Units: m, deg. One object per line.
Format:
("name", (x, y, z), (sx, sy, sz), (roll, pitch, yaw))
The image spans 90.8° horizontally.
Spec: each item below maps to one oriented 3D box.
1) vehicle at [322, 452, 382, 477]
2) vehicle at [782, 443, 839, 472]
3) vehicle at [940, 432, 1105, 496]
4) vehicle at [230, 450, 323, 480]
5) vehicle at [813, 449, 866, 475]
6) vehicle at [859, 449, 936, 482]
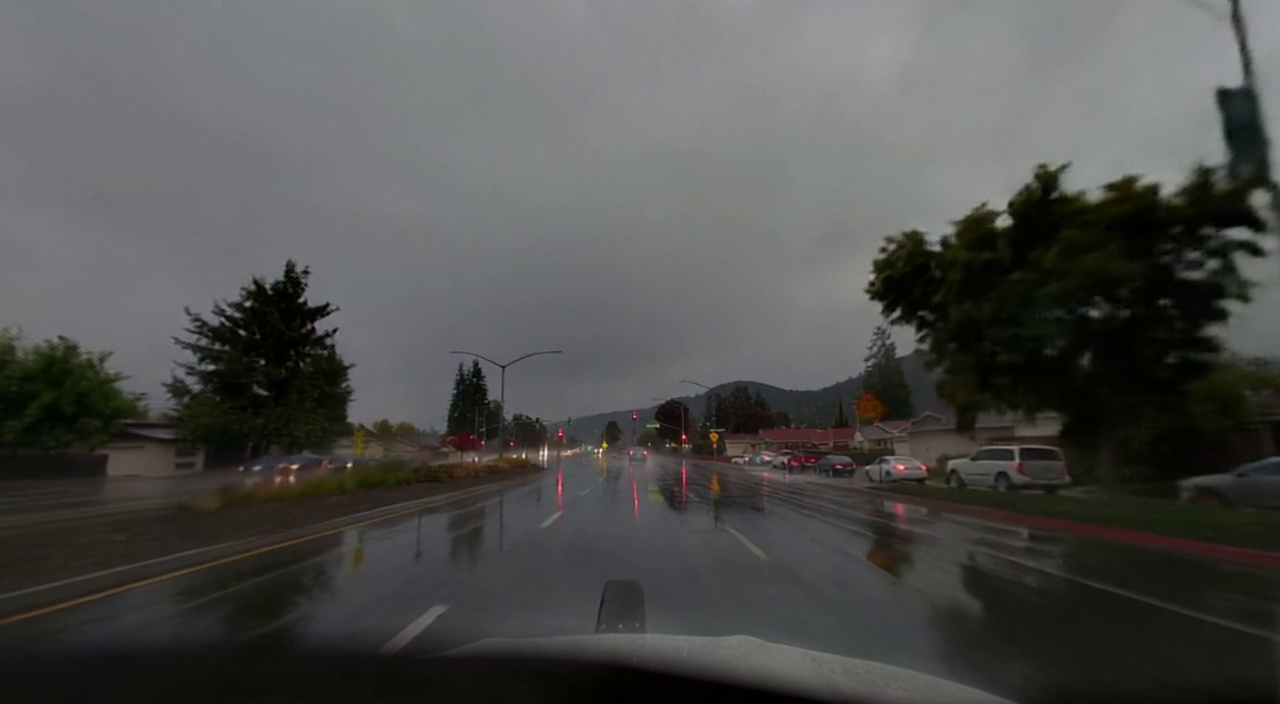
("vehicle", (-19.078, 7.449, 42.087), (1.815, 1.468, 4.398), (0, -9, 1))
("vehicle", (12.521, 7.844, 46.909), (2.386, 1.919, 6.109), (-1, -10, -1))
("vehicle", (13.138, 3.854, 22.230), (2.047, 1.950, 5.112), (1, -9, -9))
("vehicle", (-24.435, 7.604, 42.814), (2.224, 1.795, 5.809), (-2, -9, 9))
("vehicle", (12.349, 6.835, 39.378), (1.836, 1.448, 4.624), (-1, -9, 1))
("vehicle", (12.728, 5.625, 31.608), (1.916, 1.452, 4.651), (0, -9, 1))
